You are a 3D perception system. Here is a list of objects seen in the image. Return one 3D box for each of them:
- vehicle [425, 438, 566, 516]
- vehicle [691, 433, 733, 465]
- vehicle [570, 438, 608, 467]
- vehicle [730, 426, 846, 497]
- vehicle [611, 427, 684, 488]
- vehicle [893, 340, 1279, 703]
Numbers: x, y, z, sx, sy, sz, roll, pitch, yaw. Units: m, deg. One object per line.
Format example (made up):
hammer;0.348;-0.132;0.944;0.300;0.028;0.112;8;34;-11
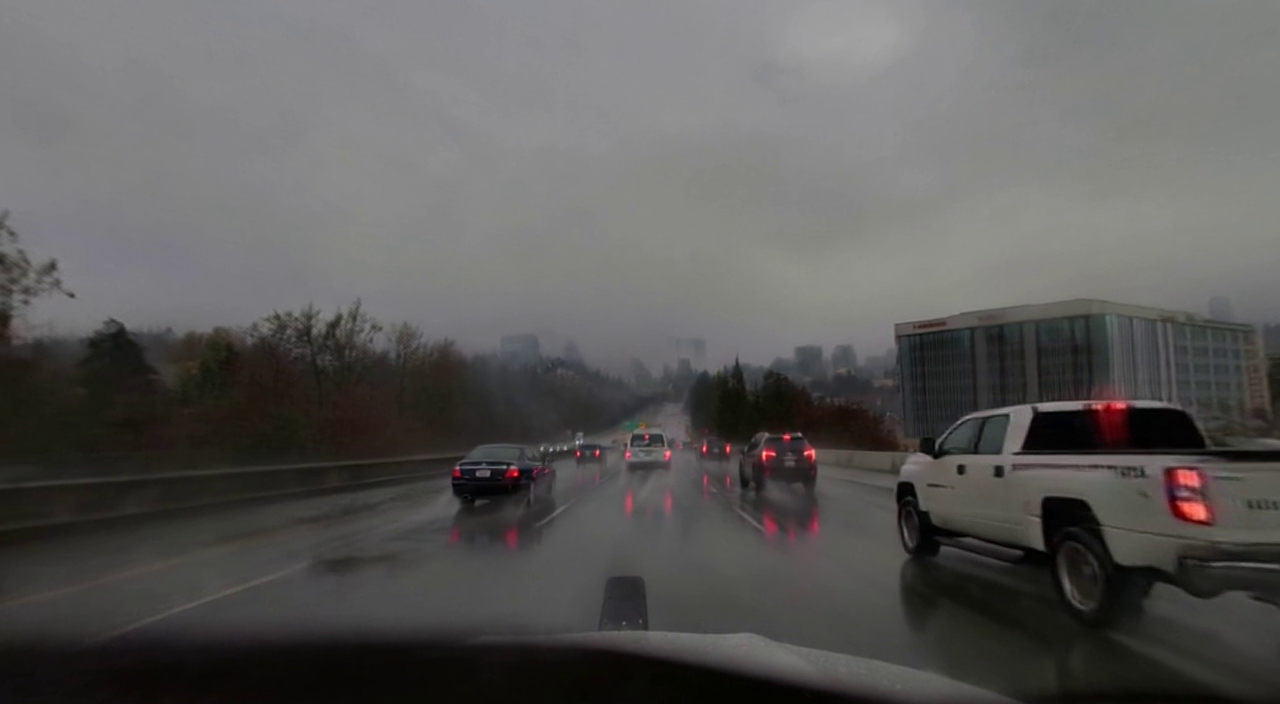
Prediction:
vehicle;-3.048;2.750;14.523;1.965;1.443;4.968;-1;-8;1
vehicle;4.293;5.889;38.302;2.039;1.832;3.989;0;-8;0
vehicle;-3.225;6.431;40.520;1.951;1.694;4.188;-1;-8;2
vehicle;3.860;2.951;17.337;2.094;1.676;4.309;0;-8;0
vehicle;0.235;3.490;21.185;2.153;1.805;4.631;-1;-8;0
vehicle;3.889;1.087;4.713;2.156;1.701;4.494;-1;-8;1
